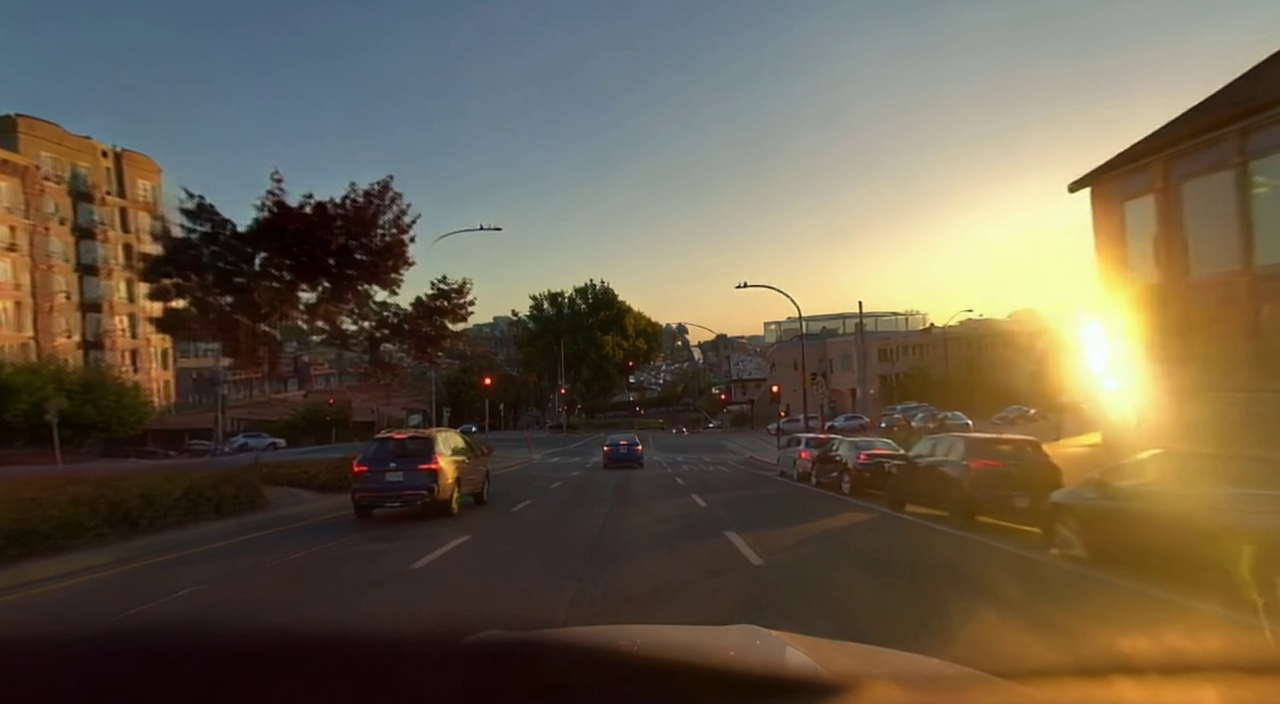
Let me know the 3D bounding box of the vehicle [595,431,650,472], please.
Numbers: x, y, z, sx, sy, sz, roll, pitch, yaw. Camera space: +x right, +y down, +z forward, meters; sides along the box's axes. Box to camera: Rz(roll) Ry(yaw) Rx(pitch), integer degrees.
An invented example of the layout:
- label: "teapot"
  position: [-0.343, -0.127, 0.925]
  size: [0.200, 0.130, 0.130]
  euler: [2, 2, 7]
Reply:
- label: "vehicle"
  position: [-0.656, 4.048, 25.785]
  size: [2.082, 1.520, 3.896]
  euler: [0, -8, 0]

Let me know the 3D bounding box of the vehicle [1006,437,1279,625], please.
- label: "vehicle"
  position: [6.114, 1.602, 6.222]
  size: [2.089, 1.488, 4.663]
  euler: [0, -8, -2]

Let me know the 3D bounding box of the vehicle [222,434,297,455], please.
- label: "vehicle"
  position: [-28.374, 6.917, 47.181]
  size: [4.453, 1.471, 1.921]
  euler: [-1, -8, 4]

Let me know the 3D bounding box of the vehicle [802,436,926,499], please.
- label: "vehicle"
  position: [5.986, 3.115, 17.476]
  size: [1.959, 1.513, 4.104]
  euler: [0, -8, 1]

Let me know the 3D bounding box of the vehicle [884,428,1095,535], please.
- label: "vehicle"
  position: [6.121, 2.274, 11.646]
  size: [1.877, 1.642, 3.572]
  euler: [0, -8, 2]

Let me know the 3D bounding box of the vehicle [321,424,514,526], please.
- label: "vehicle"
  position: [-3.807, 2.186, 11.803]
  size: [1.934, 1.522, 4.464]
  euler: [0, -8, 1]

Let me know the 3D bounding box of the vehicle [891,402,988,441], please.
- label: "vehicle"
  position: [21.322, 4.990, 45.077]
  size: [5.756, 2.653, 2.403]
  euler: [2, -9, -12]
